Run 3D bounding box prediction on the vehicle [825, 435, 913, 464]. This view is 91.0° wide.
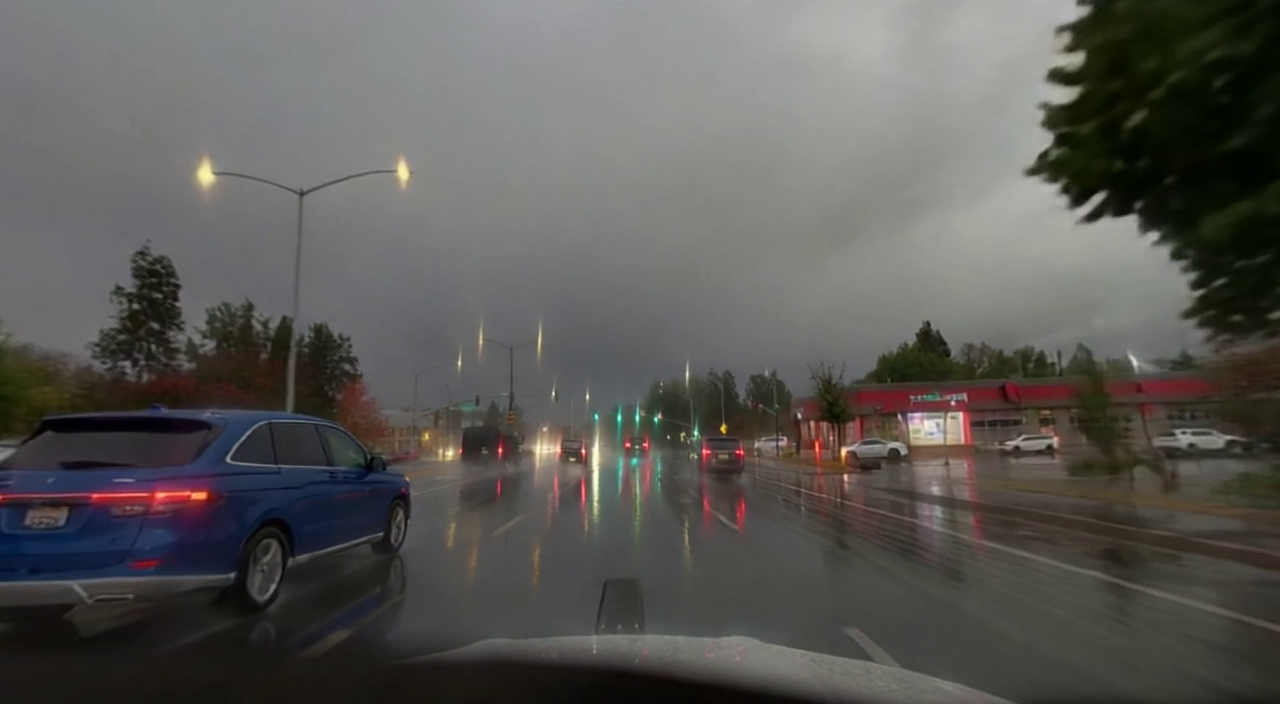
[{"bbox_3d":[14.418,6.176,39.766,4.626,1.562,2.159,-2,-8,-2],"label":"vehicle"}]

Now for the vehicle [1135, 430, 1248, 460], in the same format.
[{"bbox_3d":[28.093,4.769,32.256,1.760,1.431,4.343,0,-9,-2],"label":"vehicle"}]

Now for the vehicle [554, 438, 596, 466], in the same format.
[{"bbox_3d":[-4.075,6.412,40.445,2.133,1.677,4.727,0,-9,1],"label":"vehicle"}]

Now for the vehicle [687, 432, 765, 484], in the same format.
[{"bbox_3d":[3.161,4.031,24.224,2.167,1.792,4.835,0,-9,-2],"label":"vehicle"}]

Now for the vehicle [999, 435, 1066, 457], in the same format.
[{"bbox_3d":[27.714,6.691,44.638,1.768,1.460,4.677,0,-9,0],"label":"vehicle"}]

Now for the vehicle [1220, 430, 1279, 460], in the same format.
[{"bbox_3d":[33.237,4.866,32.795,1.817,1.503,4.238,0,-9,-1],"label":"vehicle"}]

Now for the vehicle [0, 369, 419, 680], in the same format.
[{"bbox_3d":[-3.818,1.285,5.771,2.038,1.748,4.303,0,-9,-1],"label":"vehicle"}]

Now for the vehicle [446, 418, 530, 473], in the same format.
[{"bbox_3d":[-7.743,4.884,32.892,2.863,2.592,6.410,0,-9,-1],"label":"vehicle"}]
